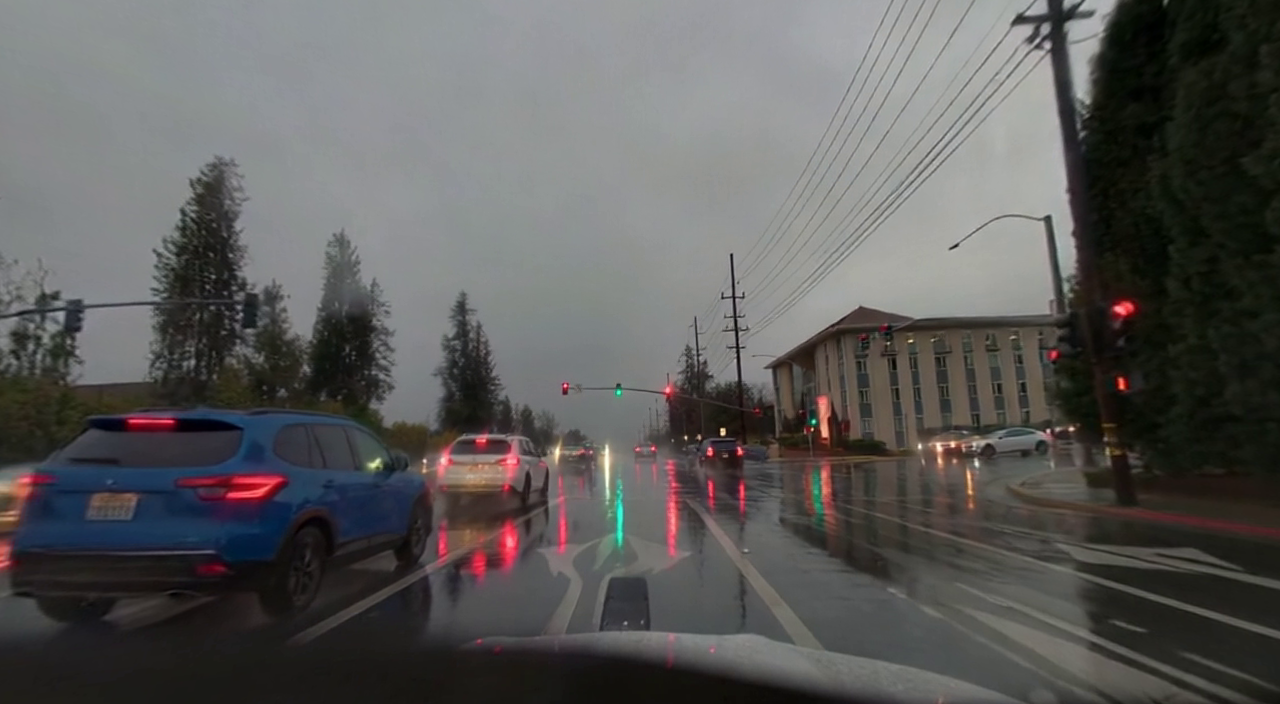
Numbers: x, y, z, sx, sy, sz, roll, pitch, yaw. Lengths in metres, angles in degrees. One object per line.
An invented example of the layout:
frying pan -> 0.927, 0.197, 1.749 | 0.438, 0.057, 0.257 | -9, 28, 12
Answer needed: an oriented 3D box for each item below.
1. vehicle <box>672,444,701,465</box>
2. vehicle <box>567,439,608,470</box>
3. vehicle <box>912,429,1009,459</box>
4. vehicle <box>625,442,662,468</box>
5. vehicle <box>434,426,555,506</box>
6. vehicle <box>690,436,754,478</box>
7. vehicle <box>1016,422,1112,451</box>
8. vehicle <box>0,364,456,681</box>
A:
vehicle -> 3.506, 7.799, 48.106 | 1.886, 1.455, 4.227 | 0, -9, 0
vehicle -> -2.984, 5.945, 36.528 | 1.900, 1.677, 4.128 | 0, -9, 2
vehicle -> 19.831, 5.702, 39.114 | 5.033, 1.802, 1.928 | 1, -9, -5
vehicle -> 0.249, 6.562, 40.234 | 2.185, 1.515, 4.215 | 0, -9, 1
vehicle -> -3.516, 2.854, 16.141 | 1.958, 1.744, 4.315 | 0, -9, 1
vehicle -> 3.566, 4.692, 28.400 | 2.201, 1.734, 4.564 | 0, -9, -1
vehicle -> 26.351, 5.288, 39.271 | 4.439, 1.748, 2.037 | 0, -9, 1
vehicle -> -3.436, 1.268, 5.727 | 2.127, 1.754, 4.287 | 0, -9, 1
